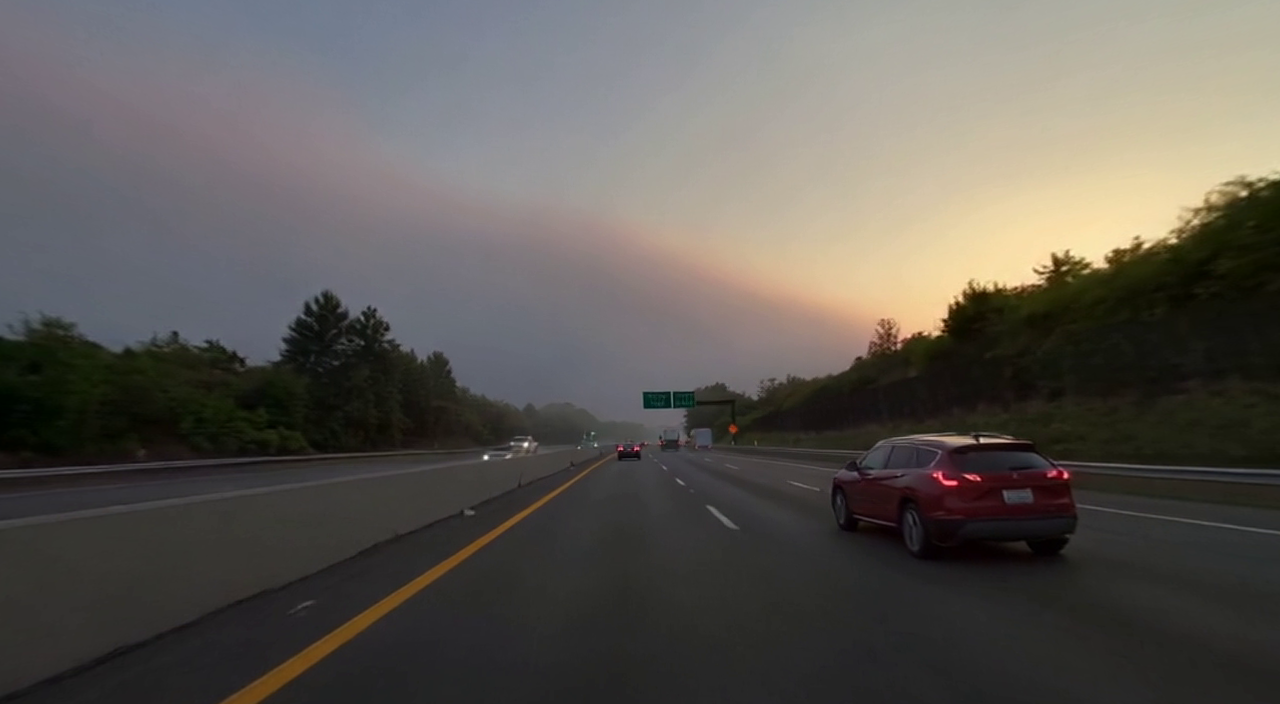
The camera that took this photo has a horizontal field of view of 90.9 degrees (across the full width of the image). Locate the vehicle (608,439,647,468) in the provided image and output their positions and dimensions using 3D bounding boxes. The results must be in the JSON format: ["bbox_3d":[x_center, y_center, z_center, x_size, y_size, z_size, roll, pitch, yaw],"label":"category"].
[{"bbox_3d":[-0.702,5.675,35.520,2.055,1.466,4.317,0,-8,-1],"label":"vehicle"}]

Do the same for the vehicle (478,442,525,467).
[{"bbox_3d":[-8.849,6.590,40.726,2.017,1.504,4.505,0,-8,0],"label":"vehicle"}]

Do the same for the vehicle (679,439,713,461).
[{"bbox_3d":[4.021,7.105,45.908,1.995,1.556,3.893,0,-8,-2],"label":"vehicle"}]

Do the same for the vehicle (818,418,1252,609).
[{"bbox_3d":[3.819,1.607,7.429,1.961,1.495,4.743,0,-8,-1],"label":"vehicle"}]
